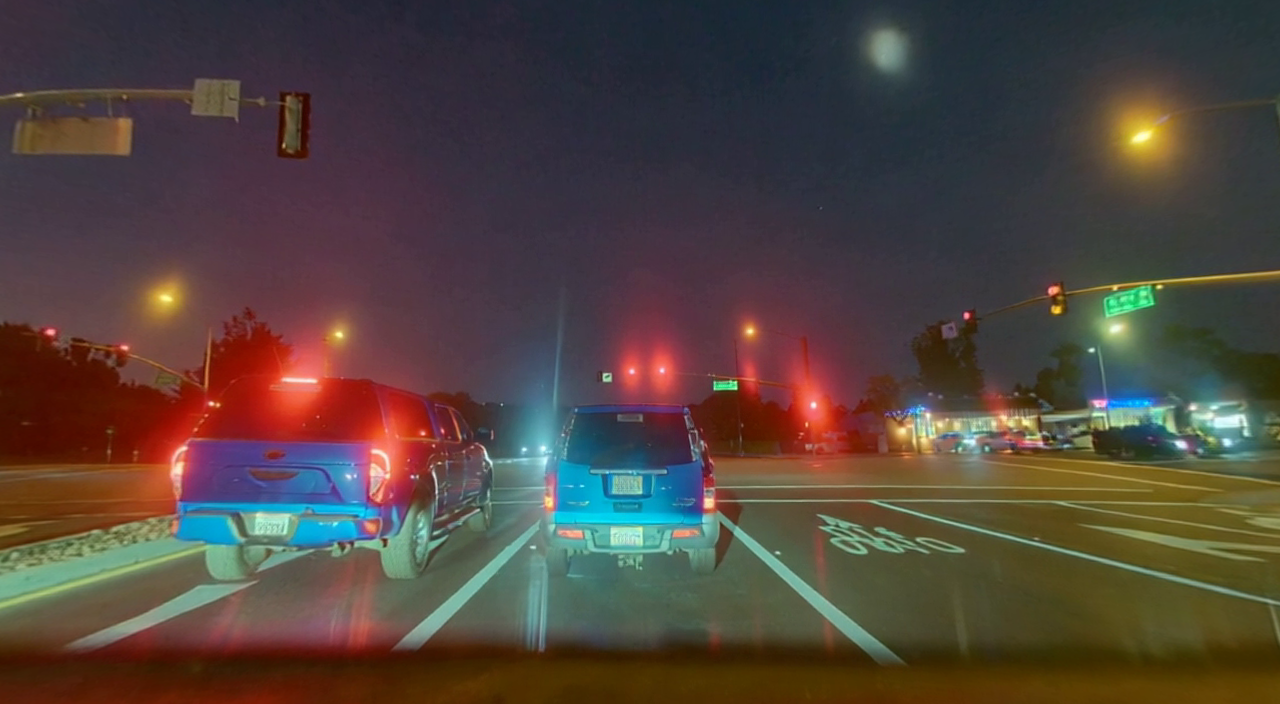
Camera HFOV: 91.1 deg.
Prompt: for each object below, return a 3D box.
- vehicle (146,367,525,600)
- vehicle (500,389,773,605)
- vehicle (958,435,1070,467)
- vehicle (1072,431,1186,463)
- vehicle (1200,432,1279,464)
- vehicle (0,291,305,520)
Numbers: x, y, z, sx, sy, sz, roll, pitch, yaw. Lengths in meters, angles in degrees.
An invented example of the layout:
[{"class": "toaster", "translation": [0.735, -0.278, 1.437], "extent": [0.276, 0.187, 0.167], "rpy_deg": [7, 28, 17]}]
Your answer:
[{"class": "vehicle", "translation": [-2.974, 1.441, 7.716], "extent": [2.220, 1.926, 4.870], "rpy_deg": [0, -8, -1]}, {"class": "vehicle", "translation": [-0.067, 1.520, 7.516], "extent": [2.204, 1.738, 4.690], "rpy_deg": [0, -8, -1]}, {"class": "vehicle", "translation": [19.296, 5.107, 32.516], "extent": [4.624, 1.601, 1.871], "rpy_deg": [0, -8, -3]}, {"class": "vehicle", "translation": [27.921, 5.464, 35.971], "extent": [4.849, 1.759, 2.041], "rpy_deg": [0, -8, -3]}, {"class": "vehicle", "translation": [35.859, 5.570, 36.432], "extent": [4.714, 1.754, 2.041], "rpy_deg": [0, -8, -2]}, {"class": "vehicle", "translation": [-12.743, 1.650, 15.860], "extent": [3.048, 3.927, 10.755], "rpy_deg": [0, -8, -3]}]
